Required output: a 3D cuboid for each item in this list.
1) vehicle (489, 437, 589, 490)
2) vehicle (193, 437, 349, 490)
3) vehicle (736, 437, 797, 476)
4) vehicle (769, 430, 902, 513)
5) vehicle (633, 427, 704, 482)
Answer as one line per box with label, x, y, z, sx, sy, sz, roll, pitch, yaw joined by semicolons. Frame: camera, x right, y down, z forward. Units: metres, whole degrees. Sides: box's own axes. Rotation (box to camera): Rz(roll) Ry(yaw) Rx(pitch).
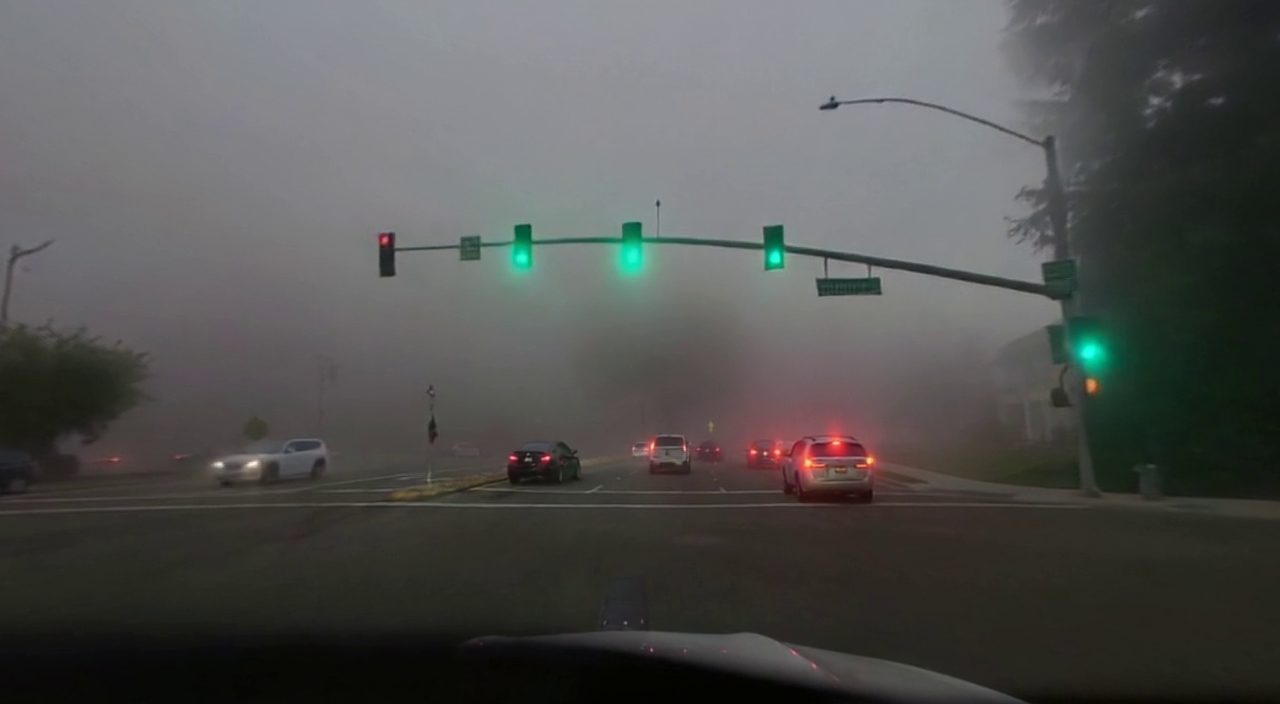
vehicle;-3.003;3.459;19.922;2.006;1.464;4.586;-1;-9;5
vehicle;-11.767;3.581;20.572;2.009;1.527;4.534;-1;-9;6
vehicle;5.239;4.402;26.683;2.117;1.472;4.158;-1;-9;6
vehicle;4.039;2.516;13.654;1.859;1.540;3.454;-1;-9;2
vehicle;1.146;3.714;23.008;2.250;1.768;4.574;-1;-9;6
